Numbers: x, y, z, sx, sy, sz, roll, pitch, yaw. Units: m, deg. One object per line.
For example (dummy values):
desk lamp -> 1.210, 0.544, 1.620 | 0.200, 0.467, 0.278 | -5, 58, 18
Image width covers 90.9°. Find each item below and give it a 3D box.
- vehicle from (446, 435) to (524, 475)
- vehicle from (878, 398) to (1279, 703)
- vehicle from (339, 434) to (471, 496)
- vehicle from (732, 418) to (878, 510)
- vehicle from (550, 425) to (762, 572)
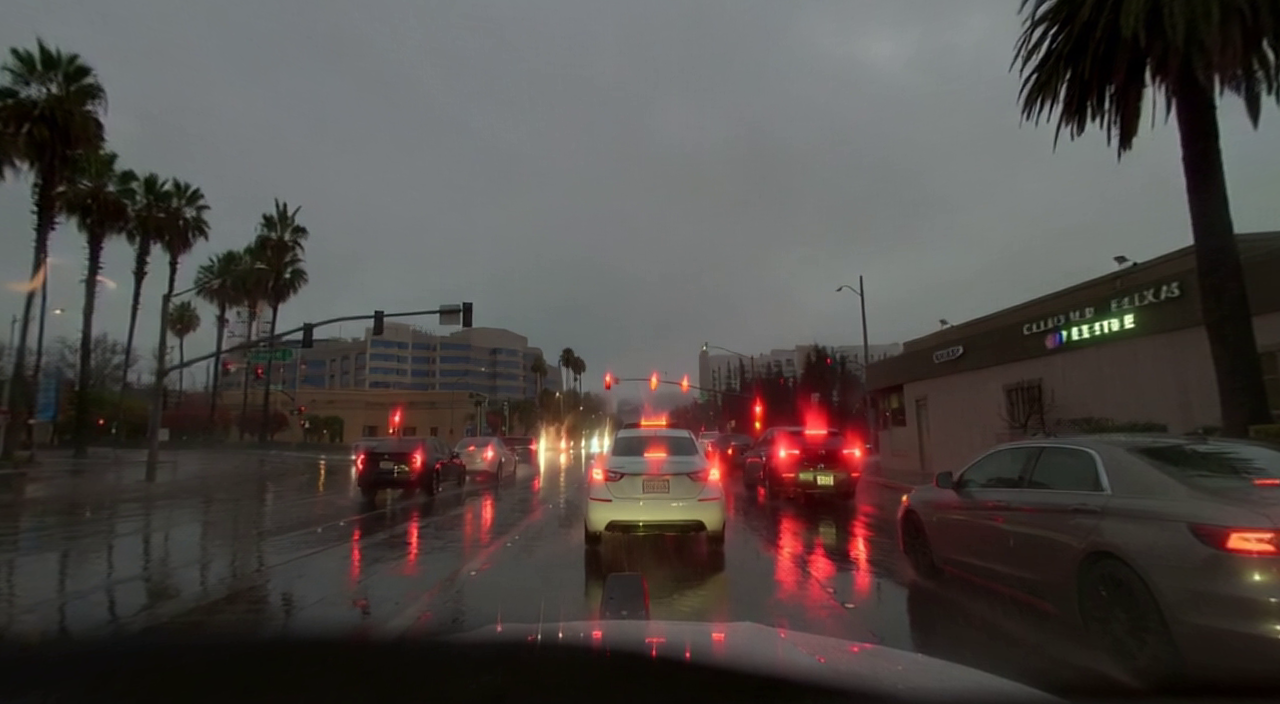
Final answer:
vehicle -> -6.060, 4.094, 25.217 | 1.822, 1.456, 4.396 | 0, -8, 2
vehicle -> 3.541, 1.227, 4.492 | 1.910, 1.490, 4.661 | 0, -8, 1
vehicle -> -6.266, 3.049, 17.396 | 1.900, 1.487, 4.165 | 0, -8, 2
vehicle -> 3.487, 2.472, 14.316 | 2.169, 1.751, 4.276 | 0, -8, 0
vehicle -> 0.175, 1.787, 8.463 | 2.140, 1.474, 4.026 | 0, -8, 0
